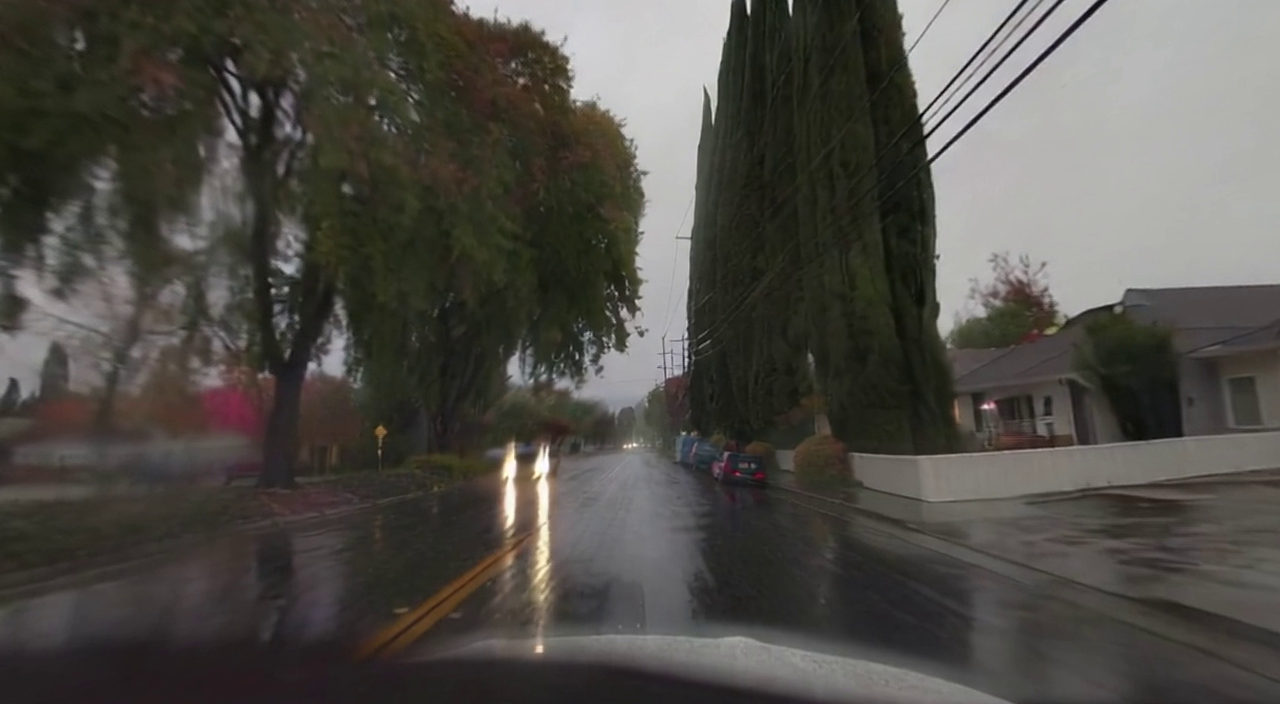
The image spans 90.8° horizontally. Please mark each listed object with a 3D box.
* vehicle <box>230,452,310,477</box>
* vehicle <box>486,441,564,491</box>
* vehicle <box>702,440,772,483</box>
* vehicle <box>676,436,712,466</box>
[{"bbox_3d":[-26.538,8.061,45.391,4.542,1.692,1.892,0,-8,2],"label":"vehicle"},{"bbox_3d":[-3.740,3.767,21.200,1.839,1.520,3.656,-1,-8,2],"label":"vehicle"},{"bbox_3d":[3.632,4.180,24.471,1.915,1.491,4.642,0,-8,0],"label":"vehicle"},{"bbox_3d":[3.762,6.990,44.740,2.004,1.923,4.681,0,-8,-2],"label":"vehicle"}]
